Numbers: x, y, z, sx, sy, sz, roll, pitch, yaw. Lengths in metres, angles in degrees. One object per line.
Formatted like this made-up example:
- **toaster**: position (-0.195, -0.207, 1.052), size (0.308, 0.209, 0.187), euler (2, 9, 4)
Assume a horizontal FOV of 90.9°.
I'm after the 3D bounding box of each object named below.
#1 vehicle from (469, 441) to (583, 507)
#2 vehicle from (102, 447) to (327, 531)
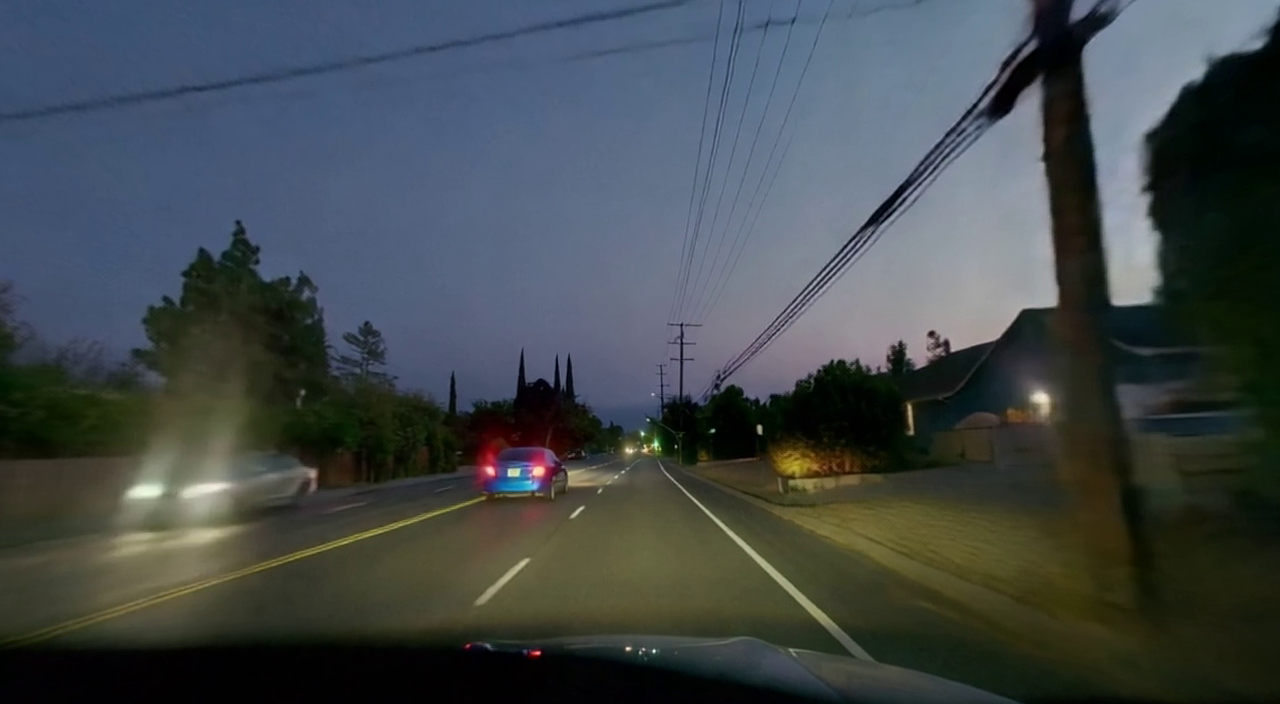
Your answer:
- **vehicle**: position (-2.911, 3.269, 17.395), size (2.085, 1.512, 5.023), euler (0, -9, 2)
- **vehicle**: position (-9.368, 3.000, 14.434), size (2.190, 1.602, 4.096), euler (0, -9, 1)
